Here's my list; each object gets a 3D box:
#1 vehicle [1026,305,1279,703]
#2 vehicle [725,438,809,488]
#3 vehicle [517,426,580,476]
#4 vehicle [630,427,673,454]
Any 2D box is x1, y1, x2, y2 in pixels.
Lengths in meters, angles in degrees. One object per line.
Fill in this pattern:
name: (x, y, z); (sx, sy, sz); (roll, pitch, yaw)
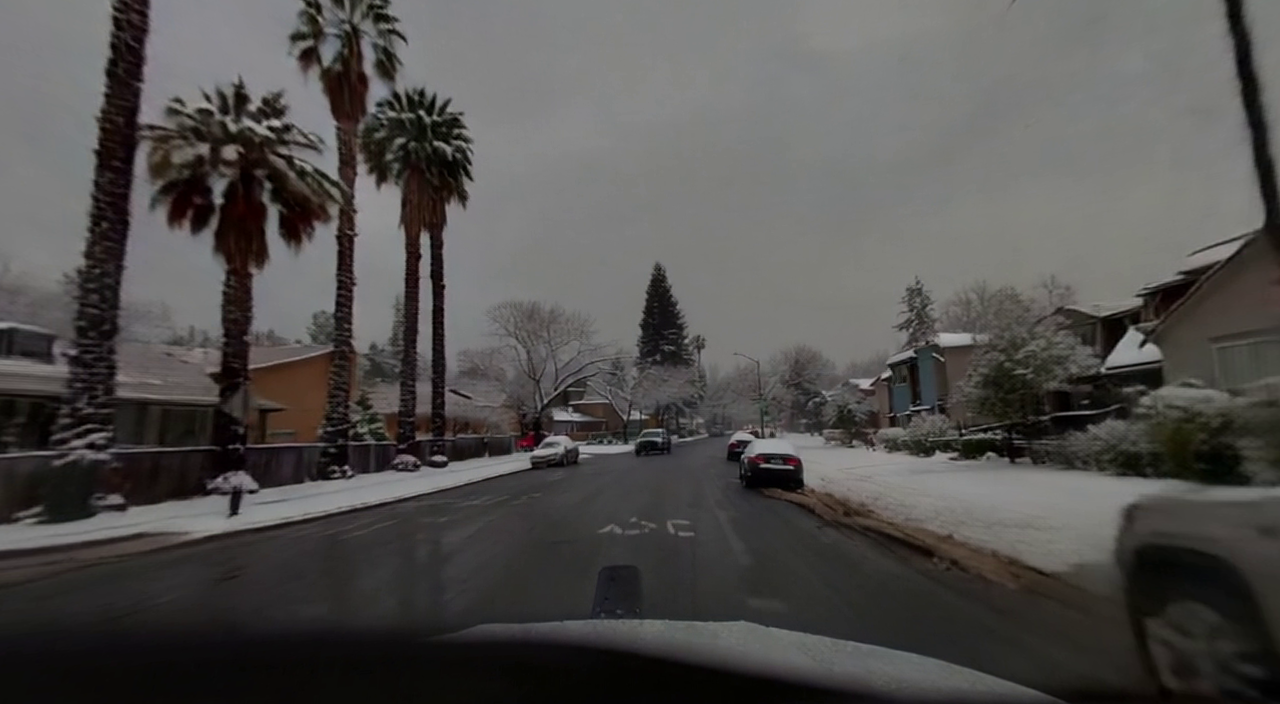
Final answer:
vehicle: (3.436, 0.589, 1.156); (2.197, 1.816, 4.845); (0, -8, -3)
vehicle: (4.028, 3.569, 20.643); (1.942, 1.465, 4.123); (0, -8, 1)
vehicle: (-4.869, 5.491, 34.364); (2.053, 1.713, 4.850); (-3, -21, 7)
vehicle: (0.898, 6.469, 45.906); (2.305, 1.781, 4.834); (-2, -8, 11)
